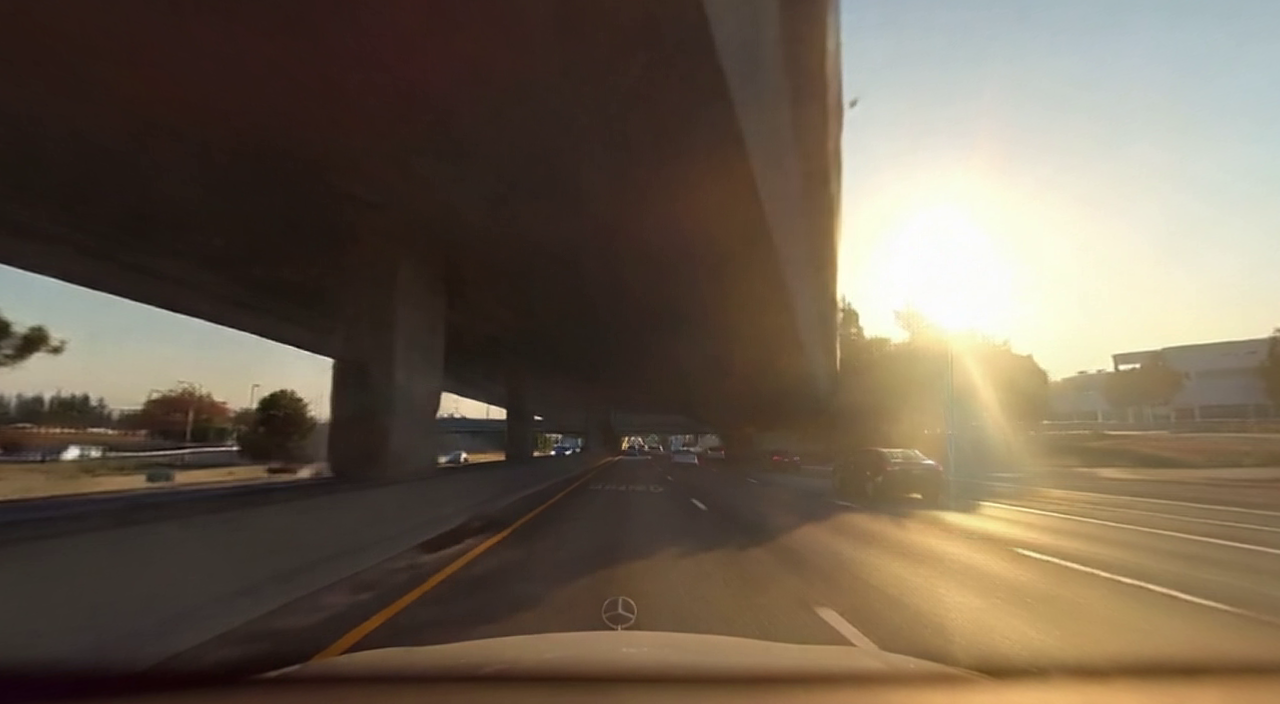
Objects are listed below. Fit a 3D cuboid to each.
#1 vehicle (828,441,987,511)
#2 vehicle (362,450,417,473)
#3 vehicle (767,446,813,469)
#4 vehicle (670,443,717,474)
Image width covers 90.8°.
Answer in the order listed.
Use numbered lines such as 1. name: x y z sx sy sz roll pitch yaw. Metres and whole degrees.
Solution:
1. vehicle: 6.500 3.041 16.014 1.952 1.489 4.483 0 -9 -2
2. vehicle: -17.062 7.428 43.222 1.900 1.464 4.550 0 -9 0
3. vehicle: 9.715 6.845 41.167 1.838 1.440 4.121 0 -9 -2
4. vehicle: 2.798 5.674 33.871 1.993 1.507 4.594 0 -9 -2
